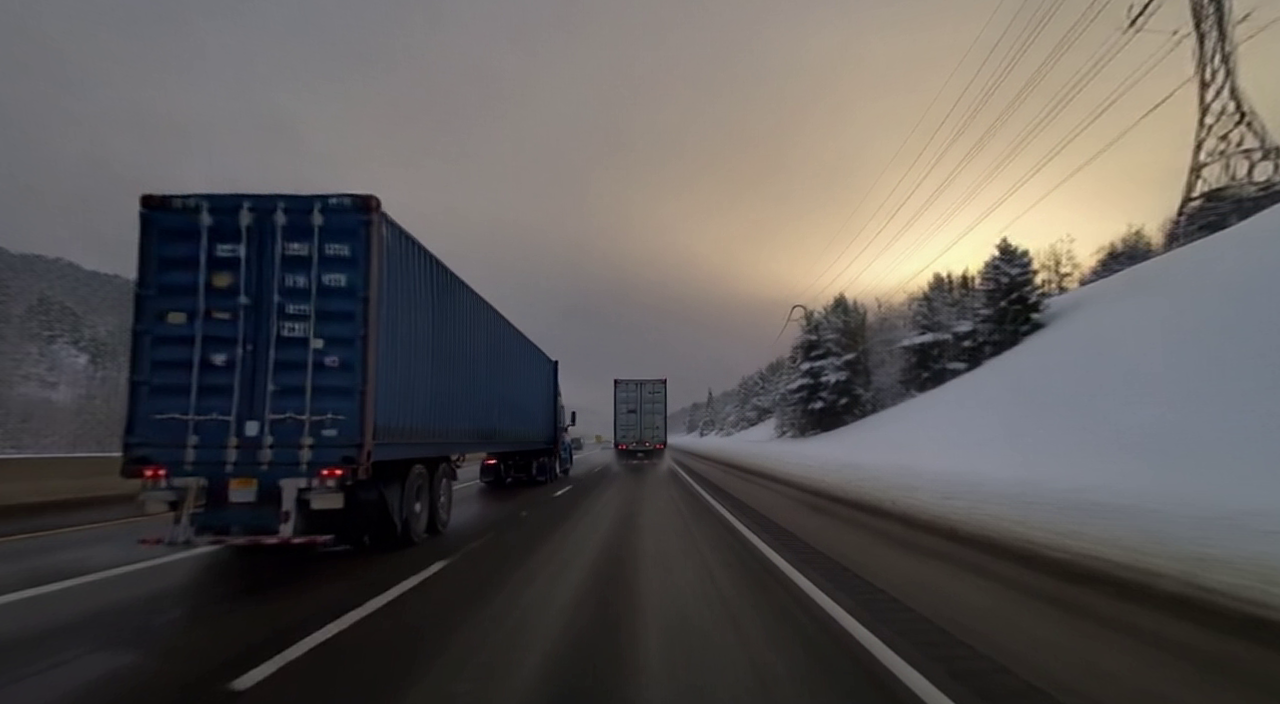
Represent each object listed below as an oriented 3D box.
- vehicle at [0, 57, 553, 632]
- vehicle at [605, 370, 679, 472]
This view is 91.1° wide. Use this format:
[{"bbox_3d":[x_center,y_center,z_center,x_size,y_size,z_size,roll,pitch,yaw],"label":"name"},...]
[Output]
[{"bbox_3d":[-4.133,0.811,11.225,3.065,4.105,13.706,0,-8,1],"label":"vehicle"},{"bbox_3d":[-0.012,3.647,31.424,3.006,4.120,11.586,0,-8,-1],"label":"vehicle"}]
